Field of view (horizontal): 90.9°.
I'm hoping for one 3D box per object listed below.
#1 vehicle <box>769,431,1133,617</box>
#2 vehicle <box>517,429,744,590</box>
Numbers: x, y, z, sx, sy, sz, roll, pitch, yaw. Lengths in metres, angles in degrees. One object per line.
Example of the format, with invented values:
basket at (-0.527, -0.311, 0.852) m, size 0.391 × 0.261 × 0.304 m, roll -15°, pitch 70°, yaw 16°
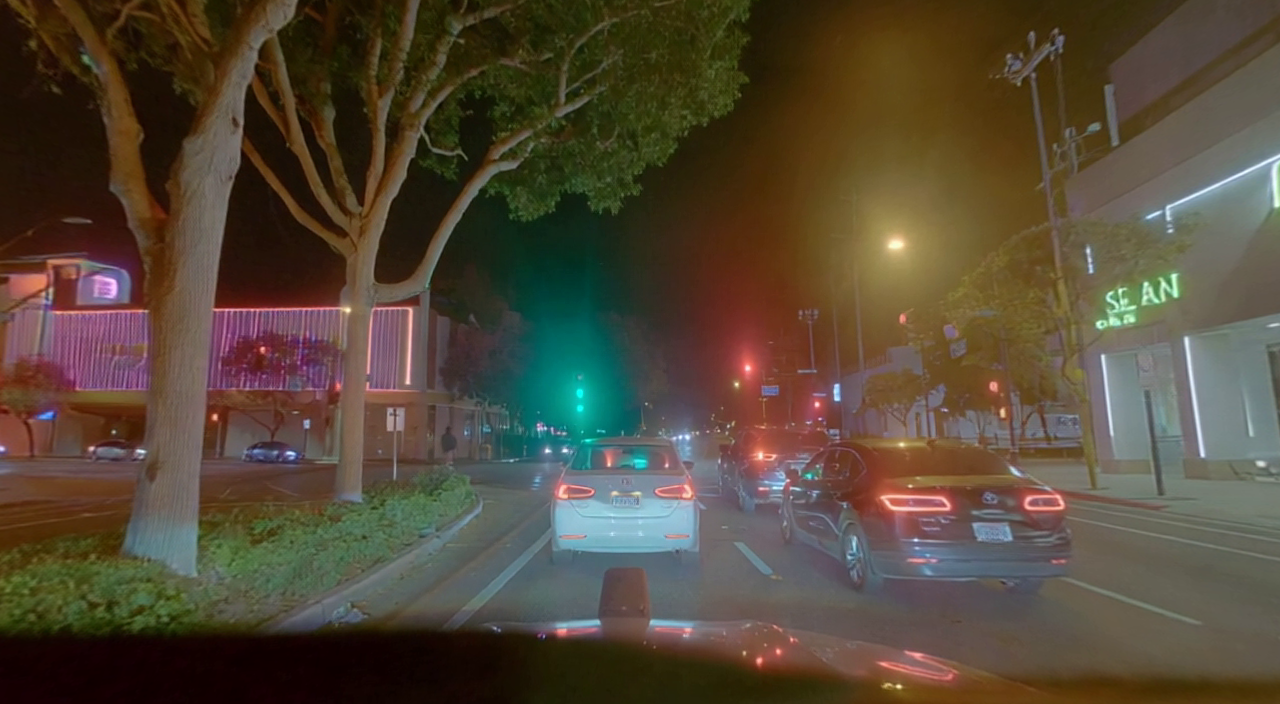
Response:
vehicle at (2.909, 1.680, 7.182) m, size 1.893 × 1.446 × 4.270 m, roll 0°, pitch -8°, yaw -1°
vehicle at (-0.103, 1.761, 7.942) m, size 2.087 × 1.456 × 4.143 m, roll 0°, pitch -8°, yaw -1°
